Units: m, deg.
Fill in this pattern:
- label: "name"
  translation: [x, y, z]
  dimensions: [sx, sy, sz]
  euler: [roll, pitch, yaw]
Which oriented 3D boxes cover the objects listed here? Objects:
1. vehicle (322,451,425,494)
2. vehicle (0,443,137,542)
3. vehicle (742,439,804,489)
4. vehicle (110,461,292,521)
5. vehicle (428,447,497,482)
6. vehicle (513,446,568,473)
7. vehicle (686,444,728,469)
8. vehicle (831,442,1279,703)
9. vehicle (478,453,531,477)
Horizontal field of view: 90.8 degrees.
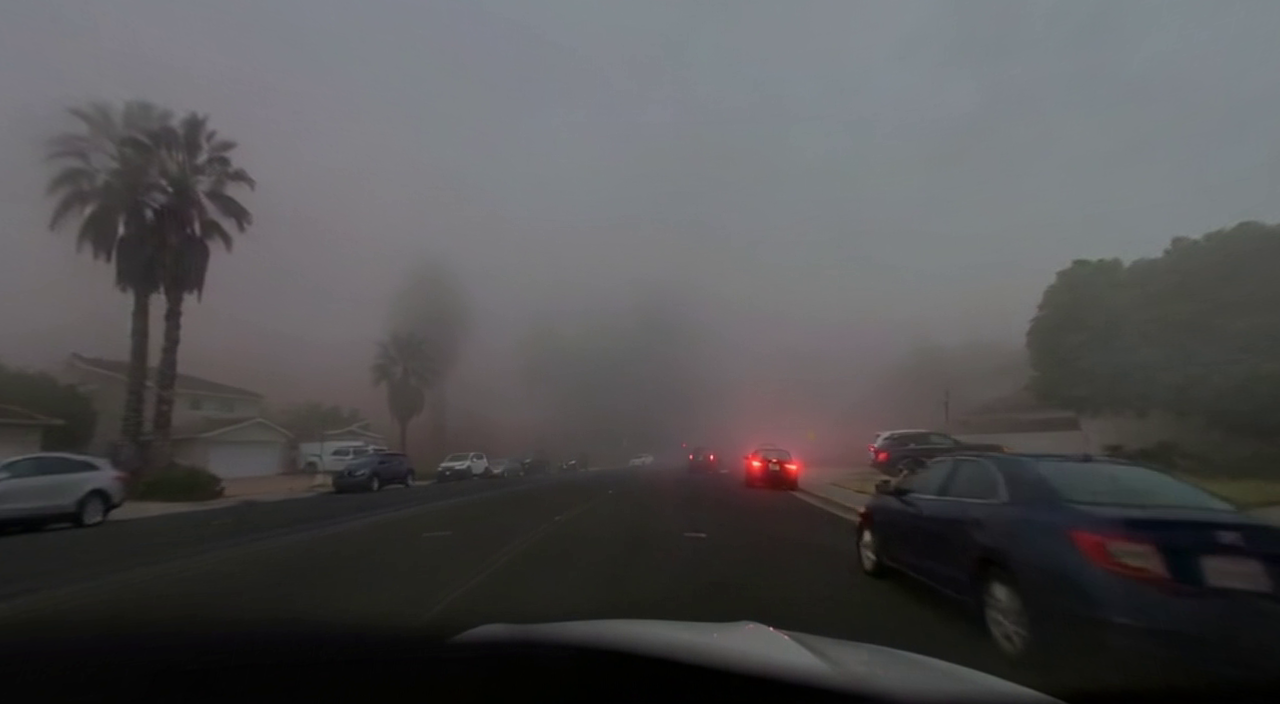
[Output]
- label: "vehicle"
  translation: [-11.963, 5.424, 28.782]
  dimensions: [1.967, 1.736, 4.730]
  euler: [-2, -9, 10]
- label: "vehicle"
  translation: [-13.541, 2.902, 13.010]
  dimensions: [2.131, 1.902, 4.924]
  euler: [-3, -9, 3]
- label: "vehicle"
  translation: [4.964, 4.185, 23.940]
  dimensions: [2.043, 1.692, 4.581]
  euler: [-2, -9, 10]
- label: "vehicle"
  translation: [-13.093, 4.132, 19.314]
  dimensions: [1.866, 1.501, 4.681]
  euler: [-1, -9, 5]
- label: "vehicle"
  translation: [-10.466, 6.653, 37.712]
  dimensions: [2.081, 1.948, 4.821]
  euler: [-1, -9, 9]
- label: "vehicle"
  translation: [-7.649, 8.359, 49.307]
  dimensions: [2.051, 1.957, 5.968]
  euler: [-2, -9, 14]
- label: "vehicle"
  translation: [4.274, 6.571, 39.785]
  dimensions: [2.035, 1.474, 4.284]
  euler: [-2, -9, 14]
- label: "vehicle"
  translation: [3.415, 1.556, 5.693]
  dimensions: [2.037, 1.425, 4.621]
  euler: [0, -9, 1]
- label: "vehicle"
  translation: [-9.192, 7.726, 43.266]
  dimensions: [1.786, 1.488, 4.518]
  euler: [-2, -9, 12]
